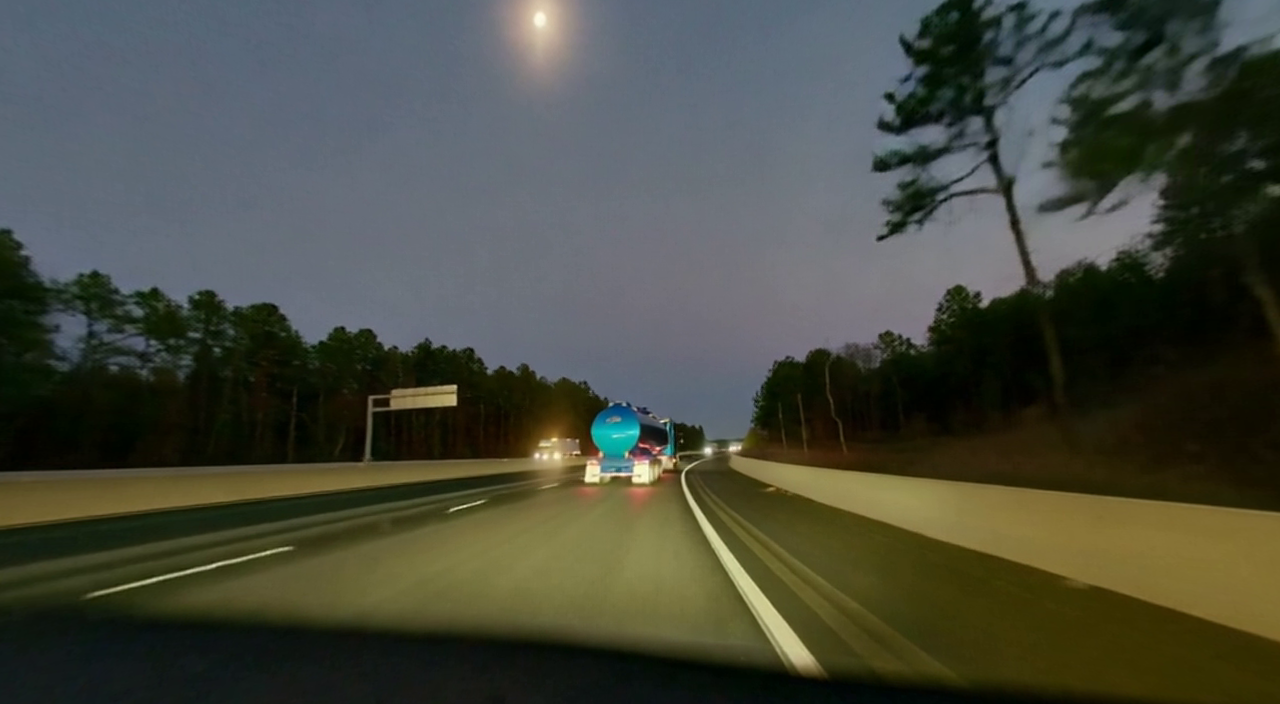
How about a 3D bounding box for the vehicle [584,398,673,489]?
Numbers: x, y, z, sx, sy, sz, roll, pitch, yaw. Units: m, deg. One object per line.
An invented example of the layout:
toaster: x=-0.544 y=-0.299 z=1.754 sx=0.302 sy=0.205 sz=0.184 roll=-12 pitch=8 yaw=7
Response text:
vehicle: x=-0.134 y=4.747 z=32.838 sx=2.907 sy=3.747 sz=13.318 roll=-1 pitch=-8 yaw=6
